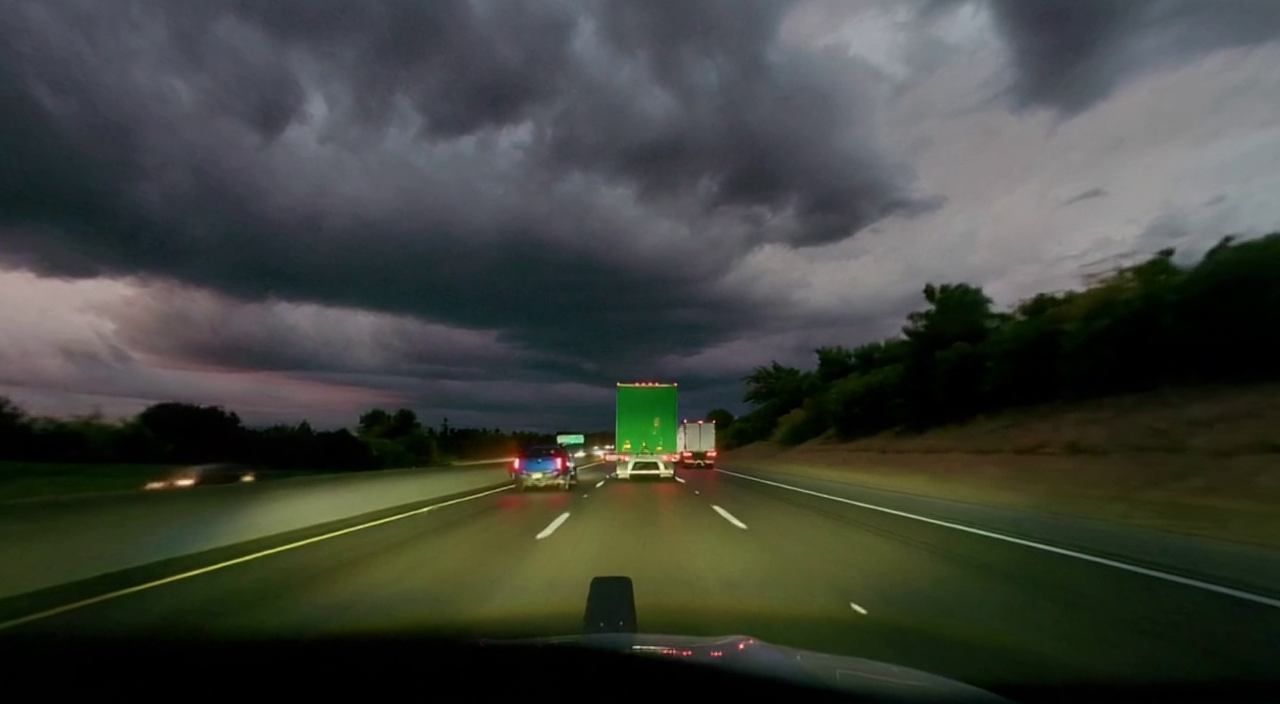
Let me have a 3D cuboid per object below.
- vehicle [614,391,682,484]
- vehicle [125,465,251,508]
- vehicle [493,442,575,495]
[{"bbox_3d":[0.284,4.568,33.049,2.932,4.042,11.054,0,-9,-1],"label":"vehicle"},{"bbox_3d":[-18.446,5.479,26.070,1.868,1.514,4.493,0,-9,0],"label":"vehicle"},{"bbox_3d":[-3.610,4.062,22.367,2.173,1.657,4.401,0,-9,0],"label":"vehicle"}]
